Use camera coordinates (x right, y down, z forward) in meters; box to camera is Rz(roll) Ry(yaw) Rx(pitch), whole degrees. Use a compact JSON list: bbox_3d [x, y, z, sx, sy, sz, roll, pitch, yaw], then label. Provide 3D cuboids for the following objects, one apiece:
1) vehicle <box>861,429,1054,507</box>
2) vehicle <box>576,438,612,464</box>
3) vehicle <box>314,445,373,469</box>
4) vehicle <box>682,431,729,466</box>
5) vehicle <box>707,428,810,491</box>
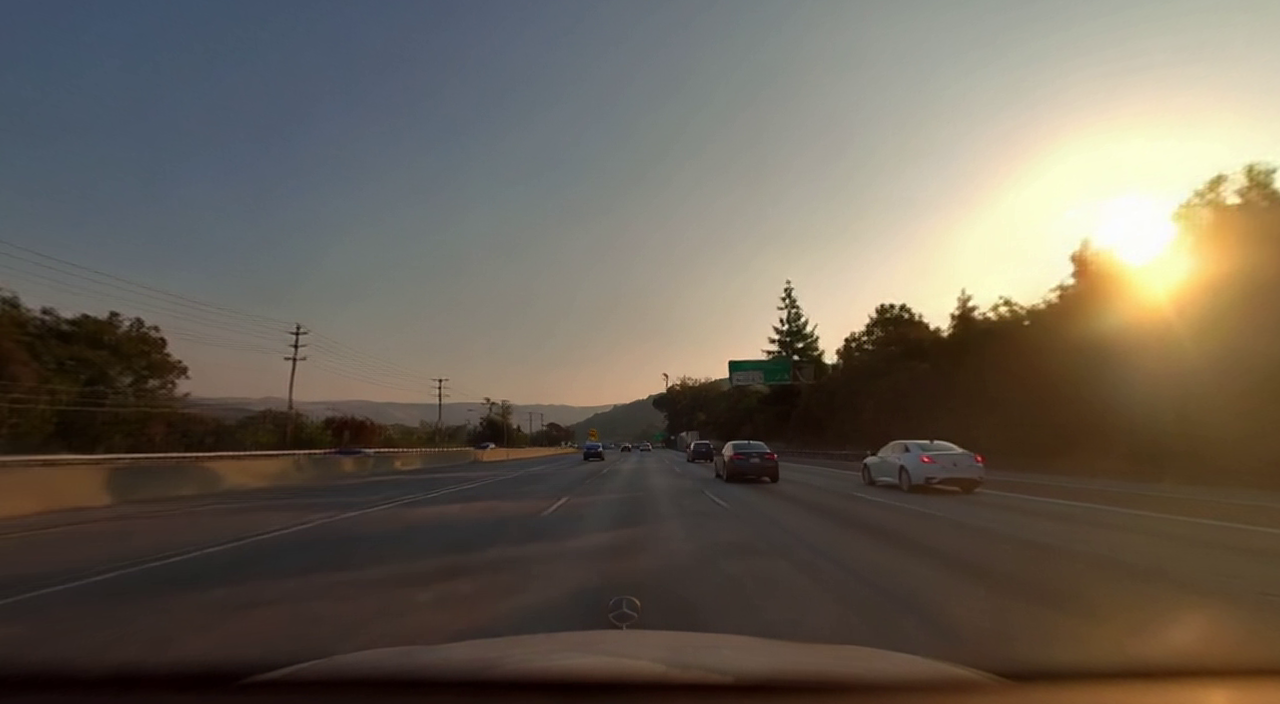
[{"bbox_3d":[7.093,2.631,14.845,1.988,1.518,4.856,0,-8,0],"label":"vehicle"},{"bbox_3d":[-3.210,7.020,44.919,2.106,1.682,4.395,-1,-8,2],"label":"vehicle"},{"bbox_3d":[-18.694,6.602,39.943,1.824,1.410,3.744,-1,-8,1],"label":"vehicle"},{"bbox_3d":[4.028,6.046,39.845,2.442,2.022,5.466,0,-8,0],"label":"vehicle"},{"bbox_3d":[3.338,3.148,18.817,2.146,1.639,4.475,0,-8,-1],"label":"vehicle"}]
